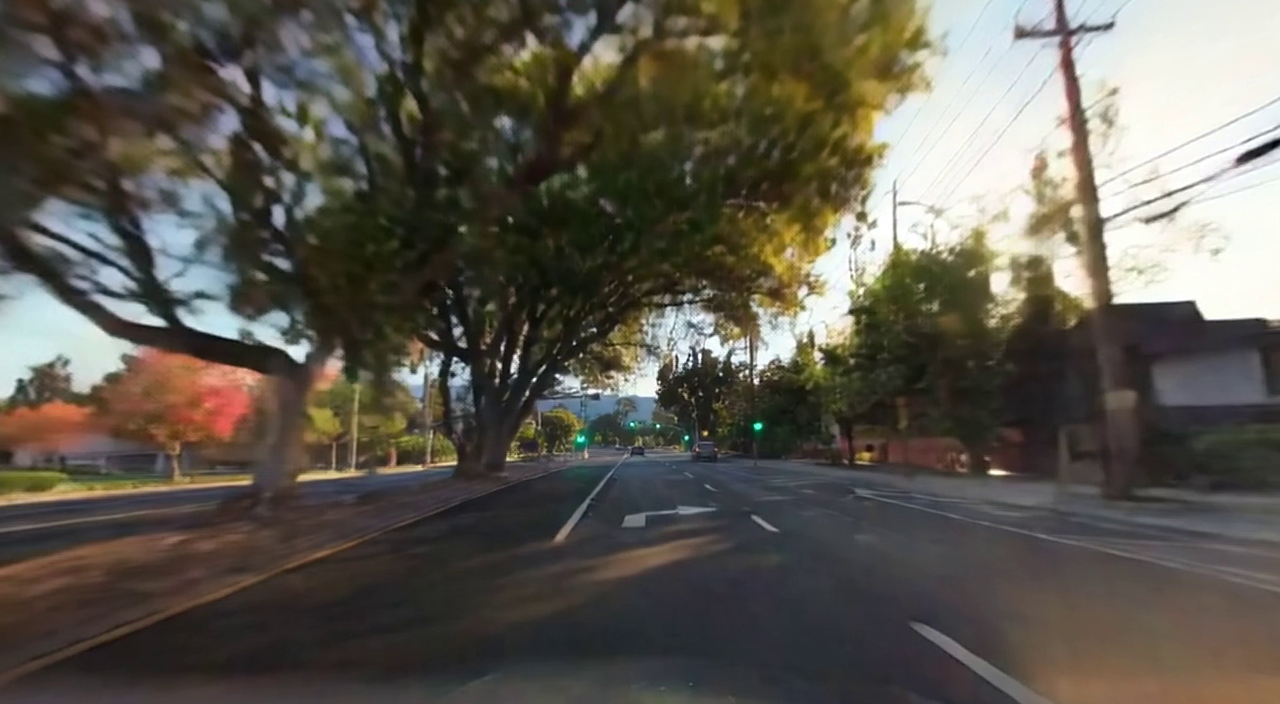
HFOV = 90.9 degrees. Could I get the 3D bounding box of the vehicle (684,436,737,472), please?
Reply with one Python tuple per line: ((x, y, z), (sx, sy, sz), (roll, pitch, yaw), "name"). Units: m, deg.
((3.683, 5.426, 33.806), (2.240, 1.781, 4.433), (0, -8, -1), "vehicle")
